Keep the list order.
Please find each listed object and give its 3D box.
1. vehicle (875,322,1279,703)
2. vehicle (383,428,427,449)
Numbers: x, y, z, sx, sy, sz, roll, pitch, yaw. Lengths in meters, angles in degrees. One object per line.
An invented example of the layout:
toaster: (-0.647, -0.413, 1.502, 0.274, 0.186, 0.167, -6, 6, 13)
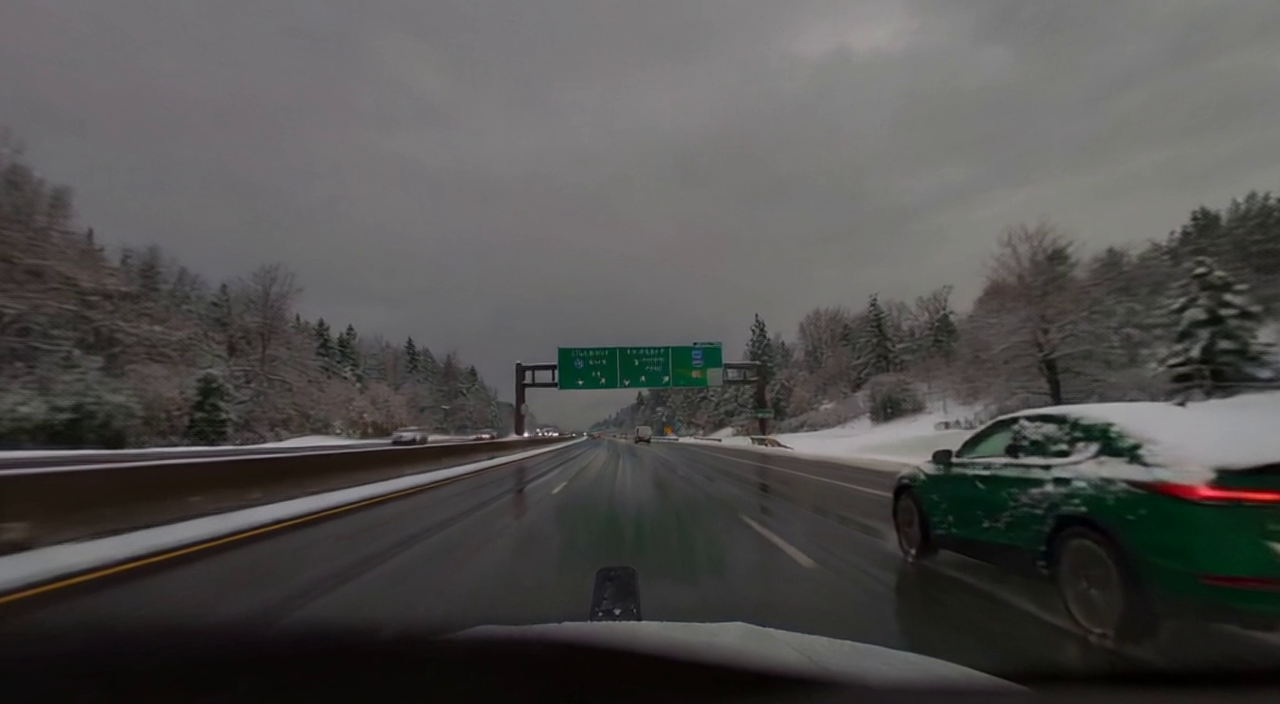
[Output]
vehicle: (3.505, 0.961, 4.235, 2.107, 1.642, 4.331, 0, -8, -1)
vehicle: (-16.969, 6.258, 45.600, 1.750, 1.471, 3.894, 0, -8, -2)
